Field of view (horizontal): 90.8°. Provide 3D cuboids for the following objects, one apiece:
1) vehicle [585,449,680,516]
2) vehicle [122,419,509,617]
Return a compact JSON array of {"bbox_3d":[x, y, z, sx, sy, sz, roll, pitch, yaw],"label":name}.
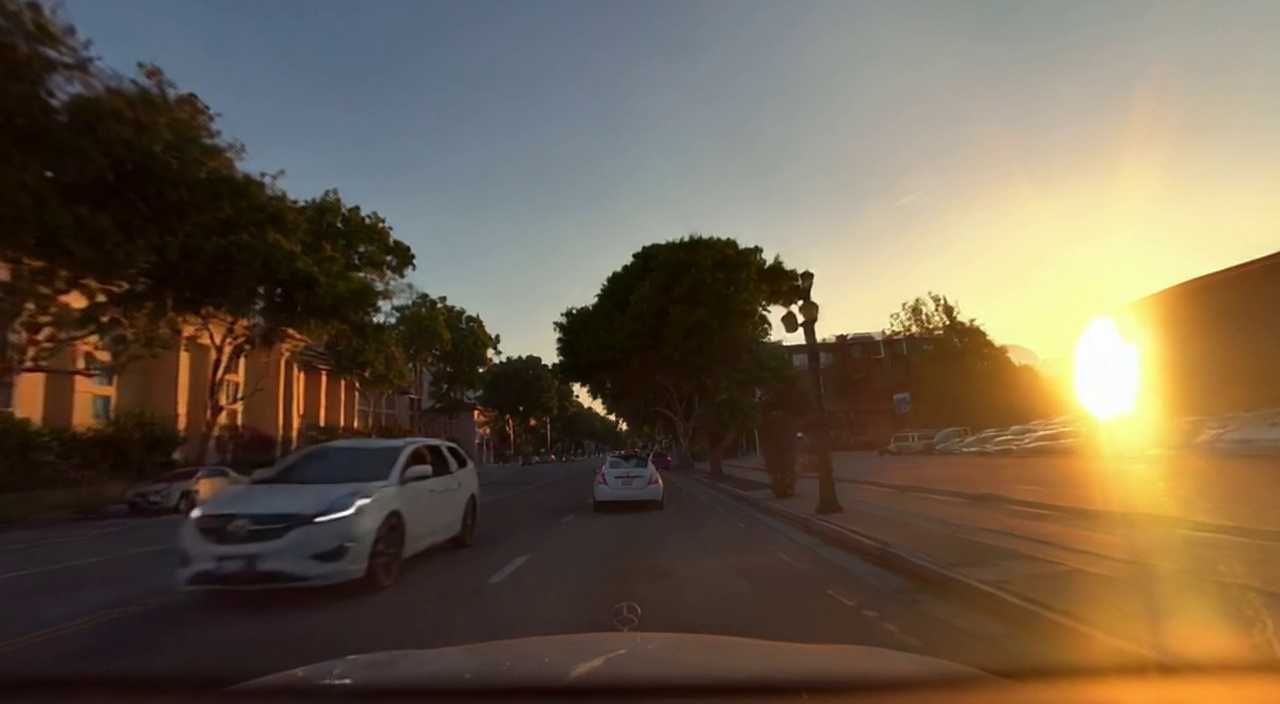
[{"bbox_3d":[-0.179,3.293,16.369,2.116,1.479,4.358,0,-10,0],"label":"vehicle"},{"bbox_3d":[-3.316,1.839,7.940,2.294,1.695,4.792,0,-10,0],"label":"vehicle"}]
